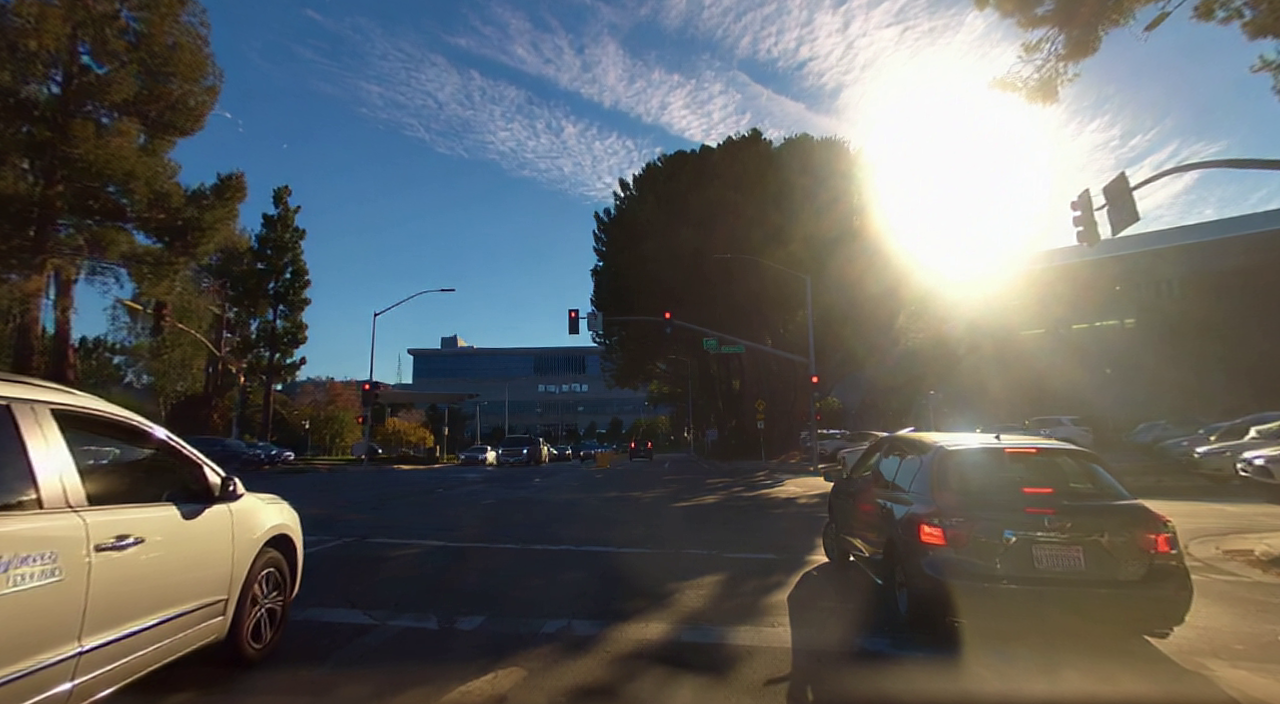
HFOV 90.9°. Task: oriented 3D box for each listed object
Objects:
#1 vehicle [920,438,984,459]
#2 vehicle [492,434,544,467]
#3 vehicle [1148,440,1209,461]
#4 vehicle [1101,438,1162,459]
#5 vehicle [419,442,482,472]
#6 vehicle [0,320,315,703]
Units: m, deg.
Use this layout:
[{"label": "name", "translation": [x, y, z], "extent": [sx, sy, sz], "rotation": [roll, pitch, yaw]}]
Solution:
[{"label": "vehicle", "translation": [21.468, 6.644, 43.400], "extent": [3.576, 1.425, 1.702], "rotation": [2, -8, -11]}, {"label": "vehicle", "translation": [-7.168, 5.854, 37.464], "extent": [2.081, 1.818, 4.782], "rotation": [0, -8, 1]}, {"label": "vehicle", "translation": [41.151, 7.560, 48.266], "extent": [1.767, 1.456, 4.191], "rotation": [-4, -11, 15]}, {"label": "vehicle", "translation": [38.476, 7.552, 49.503], "extent": [1.837, 1.514, 4.786], "rotation": [-2, -9, 13]}, {"label": "vehicle", "translation": [-10.638, 5.911, 35.716], "extent": [2.041, 1.548, 4.868], "rotation": [0, -8, 0]}, {"label": "vehicle", "translation": [-3.476, 0.786, 2.492], "extent": [2.000, 1.789, 4.638], "rotation": [0, -8, -2]}]
